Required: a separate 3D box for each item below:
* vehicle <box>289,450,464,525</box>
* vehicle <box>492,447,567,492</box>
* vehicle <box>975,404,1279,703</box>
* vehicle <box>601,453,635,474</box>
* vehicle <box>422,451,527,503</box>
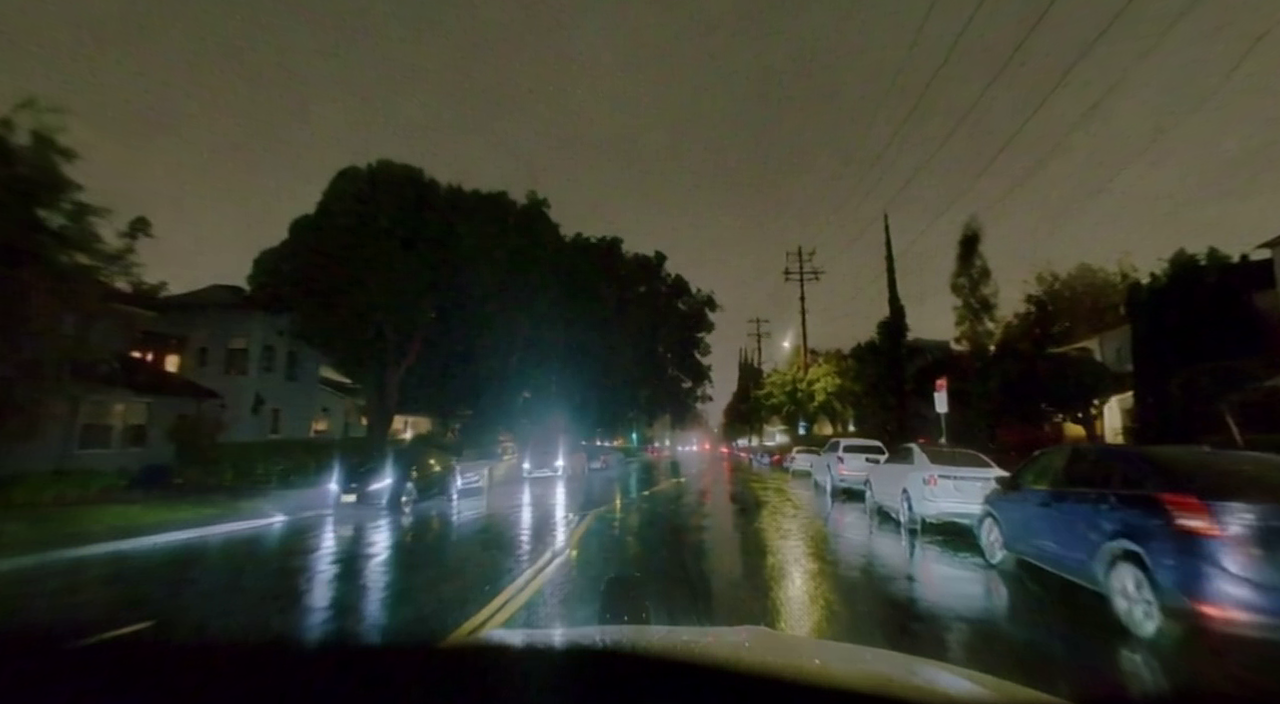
[{"bbox_3d":[-6.177,3.208,15.546,1.963,1.470,4.671,-2,-9,5],"label":"vehicle"},{"bbox_3d":[-4.674,5.042,27.463,1.973,1.755,4.528,-2,-9,7],"label":"vehicle"},{"bbox_3d":[4.480,1.331,4.565,2.062,1.718,4.517,-1,-8,7],"label":"vehicle"},{"bbox_3d":[-1.645,8.710,49.273,1.903,1.463,4.526,-2,-8,8],"label":"vehicle"},{"bbox_3d":[-5.474,4.186,21.571,1.948,1.477,4.518,-2,-9,7],"label":"vehicle"}]
